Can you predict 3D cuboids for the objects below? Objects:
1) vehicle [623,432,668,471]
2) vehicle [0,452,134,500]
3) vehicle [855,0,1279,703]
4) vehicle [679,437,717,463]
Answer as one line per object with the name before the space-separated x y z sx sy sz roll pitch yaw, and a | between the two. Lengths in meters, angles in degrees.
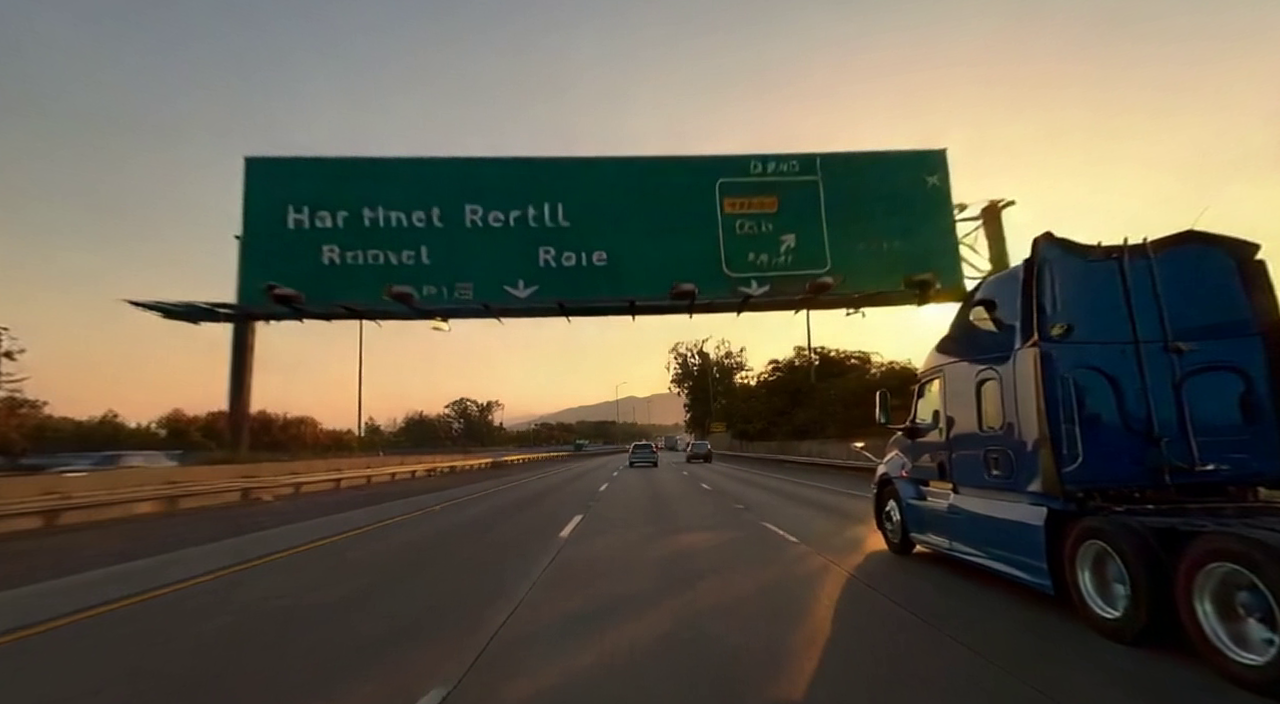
vehicle | 0.267 5.221 33.169 2.205 1.860 4.301 0 -8 -1
vehicle | -20.934 4.328 22.418 1.899 1.469 4.605 -1 -8 3
vehicle | 4.303 -0.015 3.768 3.030 3.985 8.655 -1 -8 1
vehicle | 4.213 7.272 46.789 2.215 1.798 4.776 0 -8 -1
